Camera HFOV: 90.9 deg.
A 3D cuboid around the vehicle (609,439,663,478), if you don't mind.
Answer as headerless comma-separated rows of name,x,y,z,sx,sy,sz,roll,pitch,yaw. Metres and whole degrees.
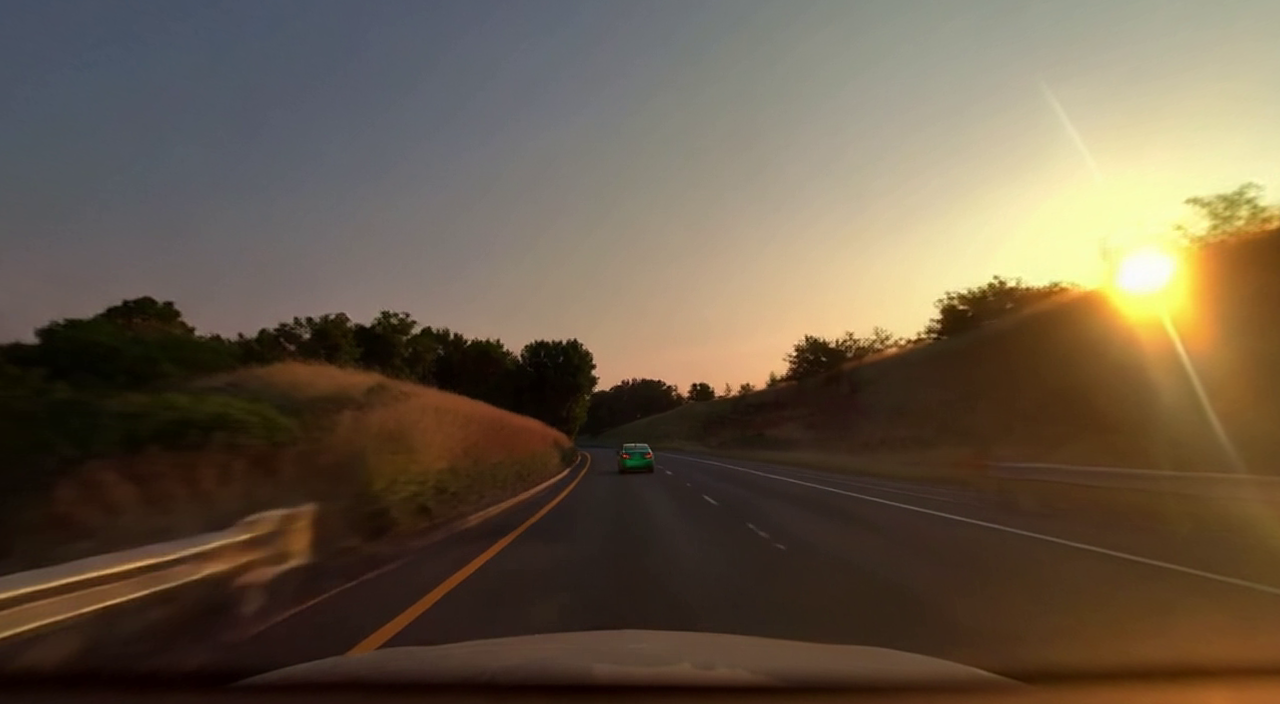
vehicle,-0.273,4.393,26.278,2.029,1.474,4.183,0,-8,-3
